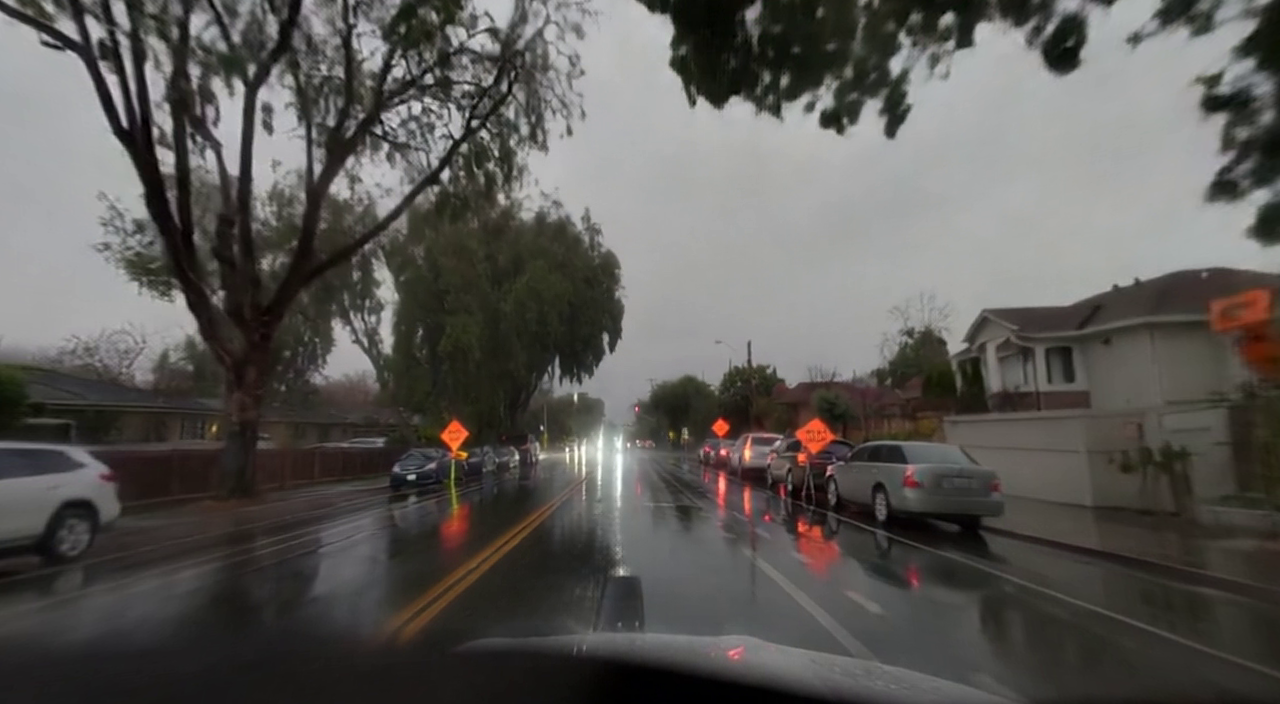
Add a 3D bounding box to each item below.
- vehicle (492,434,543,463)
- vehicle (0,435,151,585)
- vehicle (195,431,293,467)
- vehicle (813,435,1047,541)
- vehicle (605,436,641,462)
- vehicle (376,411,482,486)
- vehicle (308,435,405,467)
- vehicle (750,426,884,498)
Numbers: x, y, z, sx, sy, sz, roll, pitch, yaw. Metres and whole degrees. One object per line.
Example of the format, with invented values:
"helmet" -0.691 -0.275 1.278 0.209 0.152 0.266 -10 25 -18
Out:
"vehicle" -8.985 7.178 46.829 2.659 2.047 6.014 0 -9 -1
"vehicle" -8.168 1.750 6.880 1.950 1.672 4.664 0 -9 -2
"vehicle" -23.724 5.811 37.825 4.491 2.031 2.045 -1 -8 0
"vehicle" 4.663 2.231 11.043 1.912 1.463 4.477 0 -9 -1
"vehicle" -0.994 6.069 39.373 2.151 1.481 4.084 0 -9 0
"vehicle" -8.086 3.773 24.703 2.526 2.631 4.228 0 -9 2
"vehicle" -16.792 5.912 37.467 4.779 1.823 1.964 0 -9 0
"vehicle" 4.667 2.995 17.484 2.225 1.715 4.755 0 -9 -1
